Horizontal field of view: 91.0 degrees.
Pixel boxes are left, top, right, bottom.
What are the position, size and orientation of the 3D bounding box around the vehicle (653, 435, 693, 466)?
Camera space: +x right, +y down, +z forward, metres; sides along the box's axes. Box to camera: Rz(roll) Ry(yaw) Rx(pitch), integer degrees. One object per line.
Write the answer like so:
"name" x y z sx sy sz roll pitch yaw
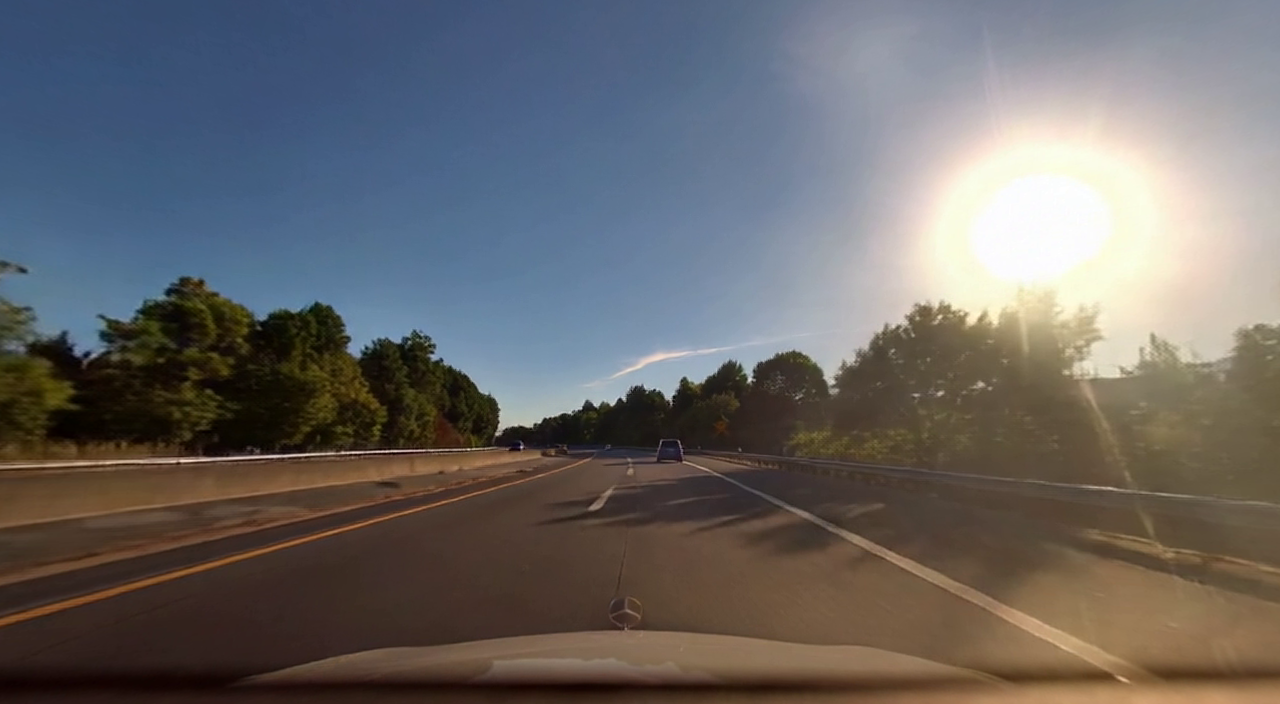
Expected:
"vehicle" 1.923 5.870 37.698 2.079 1.729 4.380 0 -8 -1
